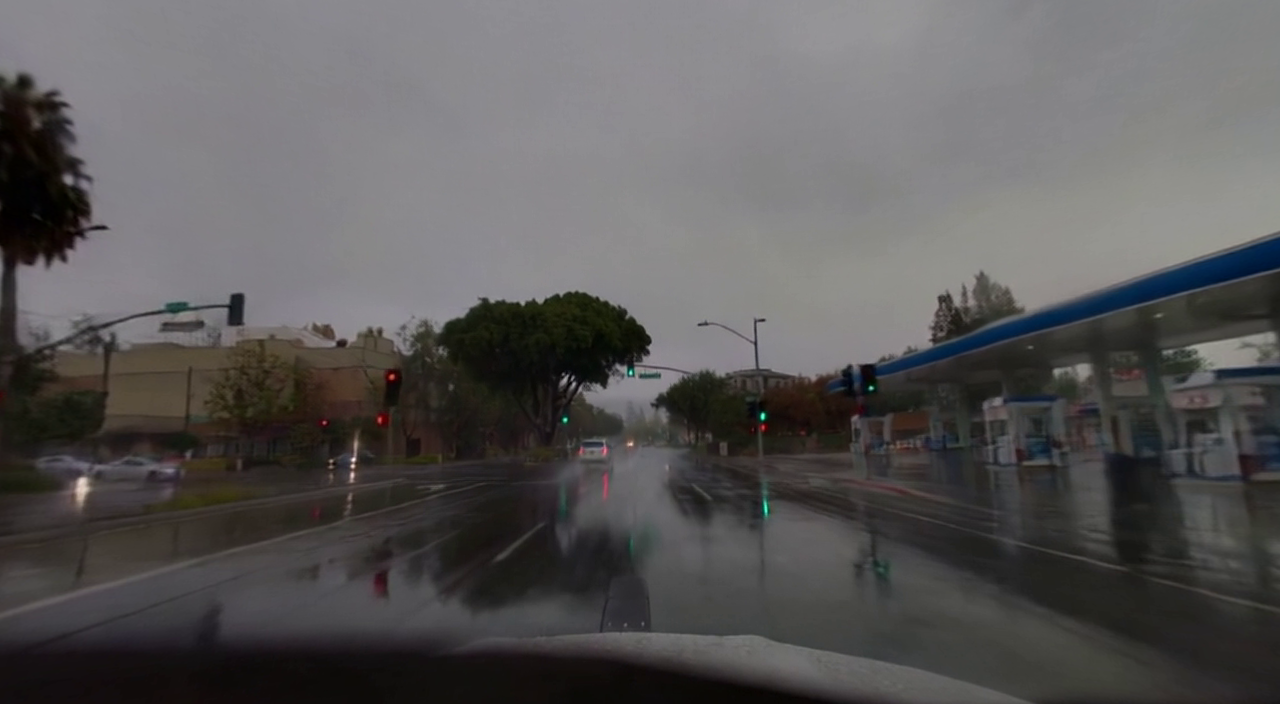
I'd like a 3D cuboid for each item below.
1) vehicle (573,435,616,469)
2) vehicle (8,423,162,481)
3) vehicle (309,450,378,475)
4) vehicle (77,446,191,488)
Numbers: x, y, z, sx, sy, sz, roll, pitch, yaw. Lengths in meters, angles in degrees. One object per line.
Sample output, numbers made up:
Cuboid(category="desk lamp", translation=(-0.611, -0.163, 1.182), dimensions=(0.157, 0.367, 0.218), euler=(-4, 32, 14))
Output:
Cuboid(category="vehicle", translation=(-2.452, 5.574, 35.326), dimensions=(2.011, 1.756, 4.478), euler=(0, -8, 1))
Cuboid(category="vehicle", translation=(-36.119, 6.503, 41.226), dimensions=(7.179, 3.622, 2.857), euler=(0, -8, 0))
Cuboid(category="vehicle", translation=(-21.614, 8.066, 46.144), dimensions=(1.988, 1.717, 4.403), euler=(-4, -9, 20))
Cuboid(category="vehicle", translation=(-28.141, 6.359, 35.146), dimensions=(4.597, 1.952, 2.040), euler=(-3, -7, -1))
